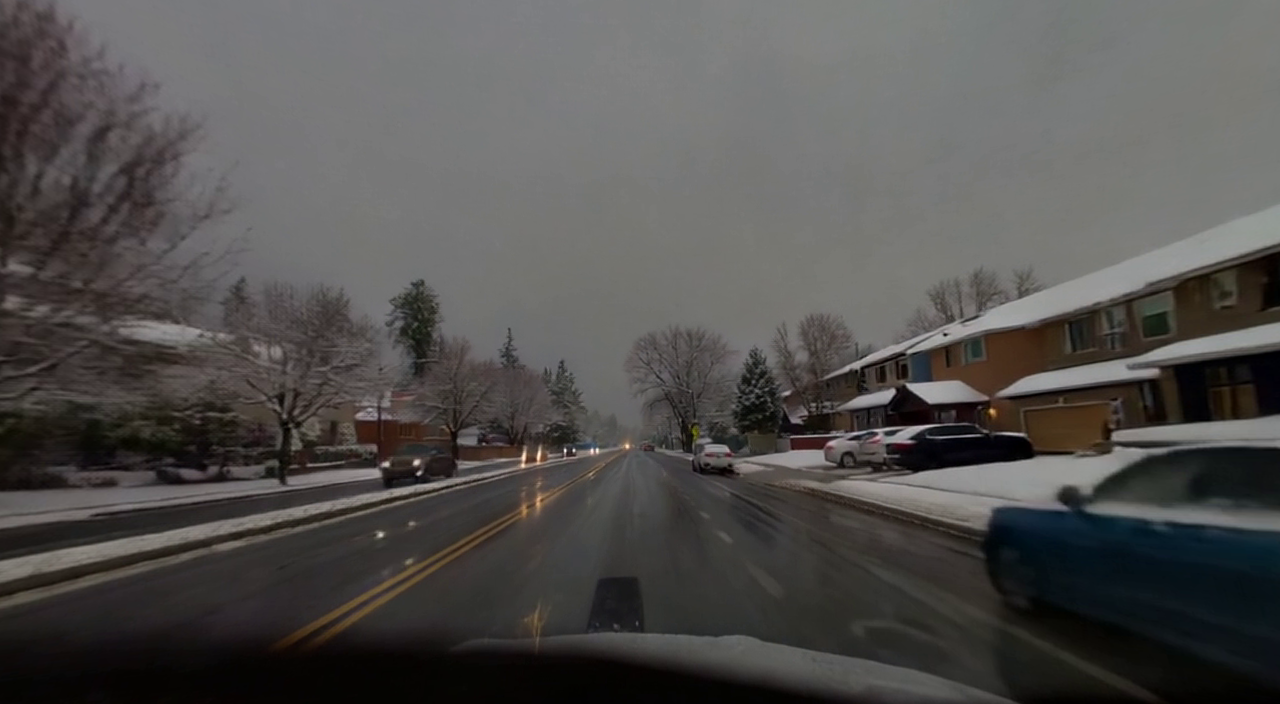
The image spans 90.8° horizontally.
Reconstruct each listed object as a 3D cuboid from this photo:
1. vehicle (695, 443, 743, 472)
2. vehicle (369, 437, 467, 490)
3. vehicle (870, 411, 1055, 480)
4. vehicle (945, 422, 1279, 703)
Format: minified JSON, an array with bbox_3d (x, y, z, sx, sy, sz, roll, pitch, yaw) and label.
[{"bbox_3d":[4.244,5.768,34.819,2.011,1.458,4.633,0,-8,-1],"label":"vehicle"},{"bbox_3d":[-8.596,4.348,25.009,2.146,1.869,4.654,0,-8,0],"label":"vehicle"},{"bbox_3d":[10.741,3.170,21.311,4.964,1.739,2.184,-4,-10,-6],"label":"vehicle"},{"bbox_3d":[3.866,1.180,3.567,1.991,1.500,4.562,0,-8,0],"label":"vehicle"}]
